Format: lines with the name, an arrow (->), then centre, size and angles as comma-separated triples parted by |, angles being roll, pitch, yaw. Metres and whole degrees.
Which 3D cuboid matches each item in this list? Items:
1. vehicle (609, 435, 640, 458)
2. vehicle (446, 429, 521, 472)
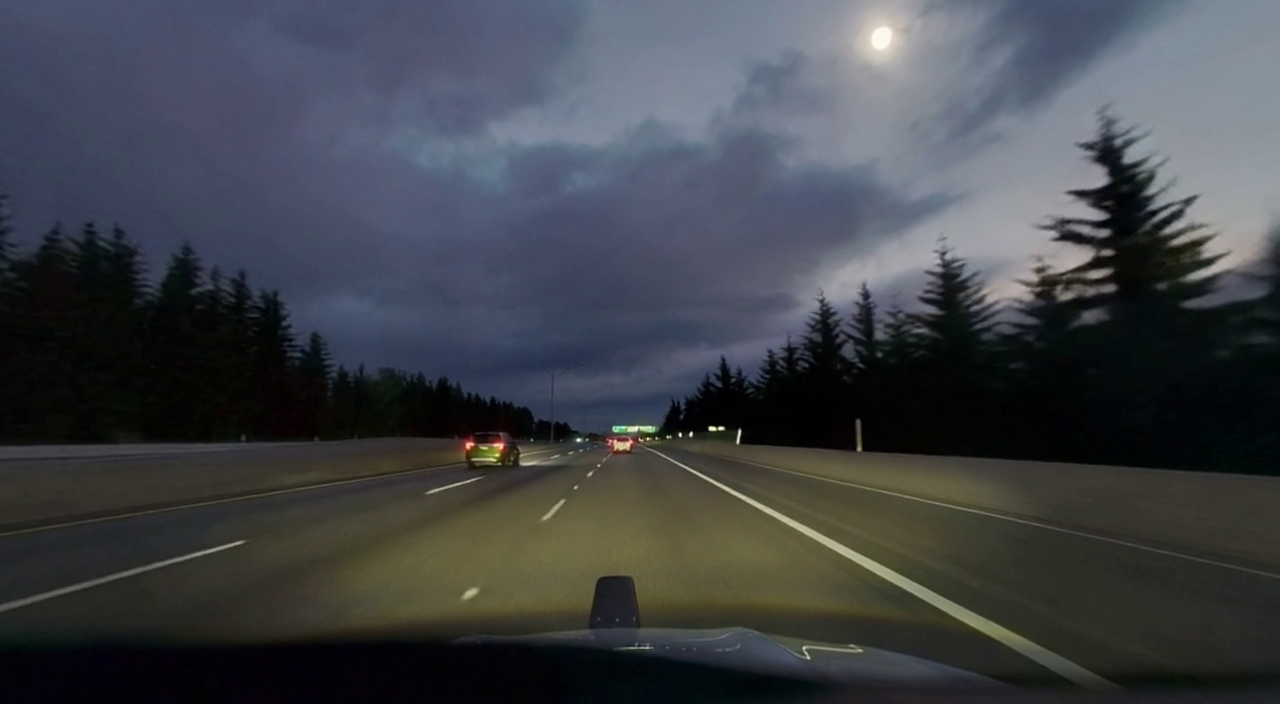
vehicle -> -1.048, 6.417, 42.900 | 2.010, 1.534, 4.013 | 0, -8, -1
vehicle -> -6.667, 4.230, 27.393 | 2.111, 1.689, 4.505 | 0, -8, 0
